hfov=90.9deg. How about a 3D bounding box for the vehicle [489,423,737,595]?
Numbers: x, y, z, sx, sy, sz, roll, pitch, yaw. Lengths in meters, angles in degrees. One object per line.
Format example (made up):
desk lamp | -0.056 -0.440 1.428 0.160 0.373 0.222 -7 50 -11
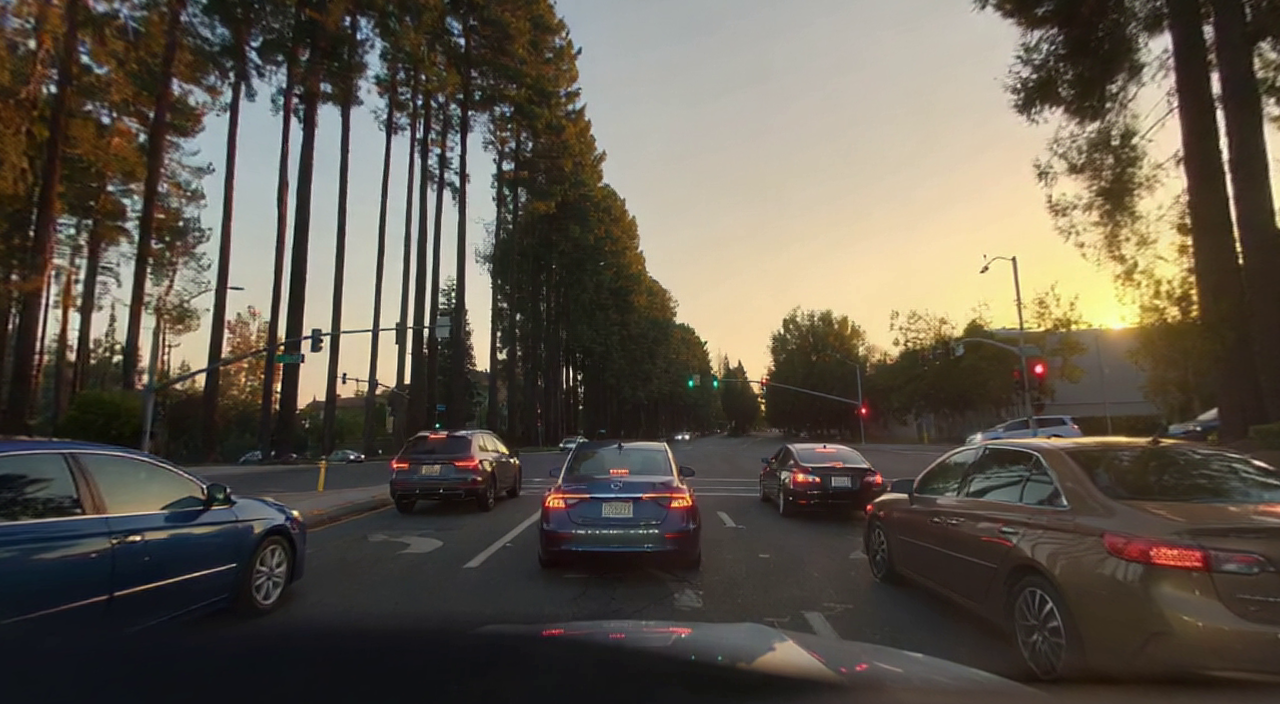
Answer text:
vehicle | -0.265 1.650 7.458 2.147 1.479 3.803 0 -8 -1

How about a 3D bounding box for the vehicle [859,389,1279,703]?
vehicle | 3.131 1.152 4.059 1.903 1.480 4.270 0 -8 0

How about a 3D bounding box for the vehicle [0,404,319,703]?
vehicle | -3.646 1.025 3.004 1.935 1.482 4.433 0 -8 -1

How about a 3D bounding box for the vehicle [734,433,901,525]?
vehicle | 3.173 2.337 12.331 1.975 1.460 4.357 0 -8 0

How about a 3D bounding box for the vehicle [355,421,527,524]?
vehicle | -3.737 2.342 12.792 1.961 1.714 4.268 -1 -8 2
